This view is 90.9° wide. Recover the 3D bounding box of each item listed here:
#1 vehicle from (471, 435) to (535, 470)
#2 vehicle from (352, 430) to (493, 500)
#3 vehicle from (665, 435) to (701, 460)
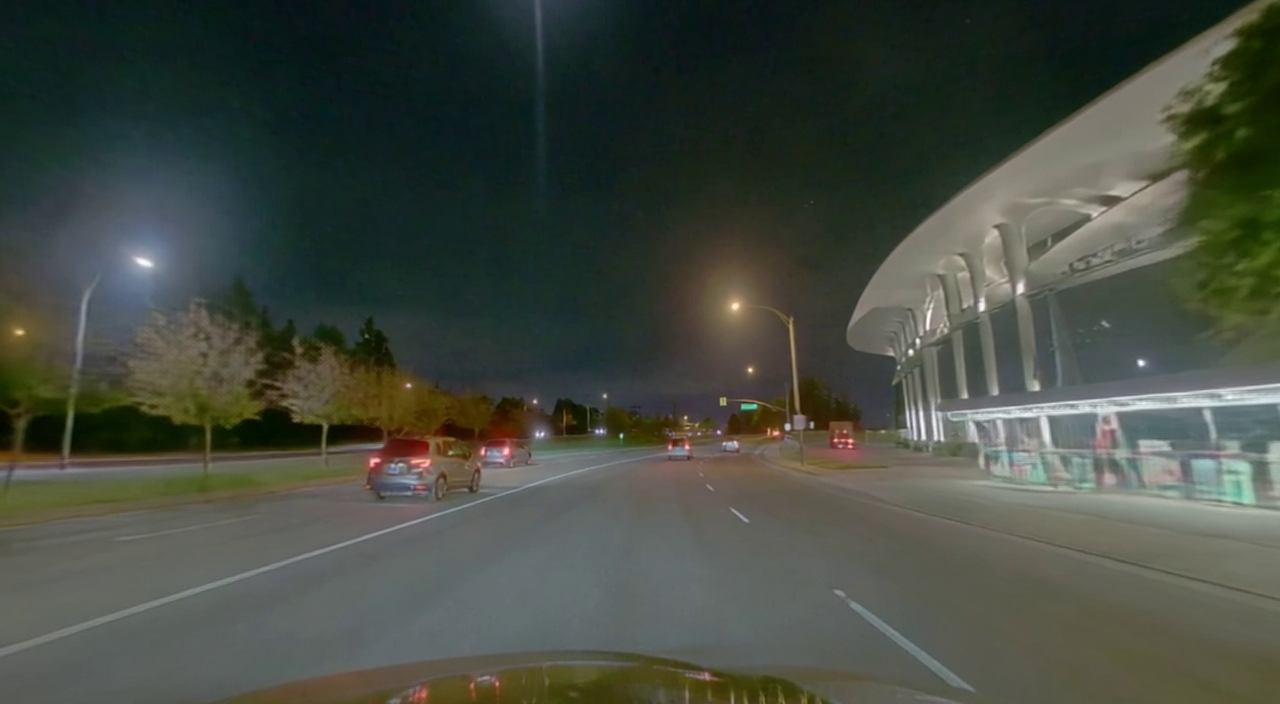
[{"bbox_3d":[-7.434,5.508,34.808,2.097,1.782,4.682,-1,-8,6],"label":"vehicle"},{"bbox_3d":[-5.990,3.151,18.085,2.181,1.728,4.515,-1,-8,4],"label":"vehicle"},{"bbox_3d":[3.359,7.405,48.847,2.345,1.803,4.261,-1,-8,9],"label":"vehicle"}]
